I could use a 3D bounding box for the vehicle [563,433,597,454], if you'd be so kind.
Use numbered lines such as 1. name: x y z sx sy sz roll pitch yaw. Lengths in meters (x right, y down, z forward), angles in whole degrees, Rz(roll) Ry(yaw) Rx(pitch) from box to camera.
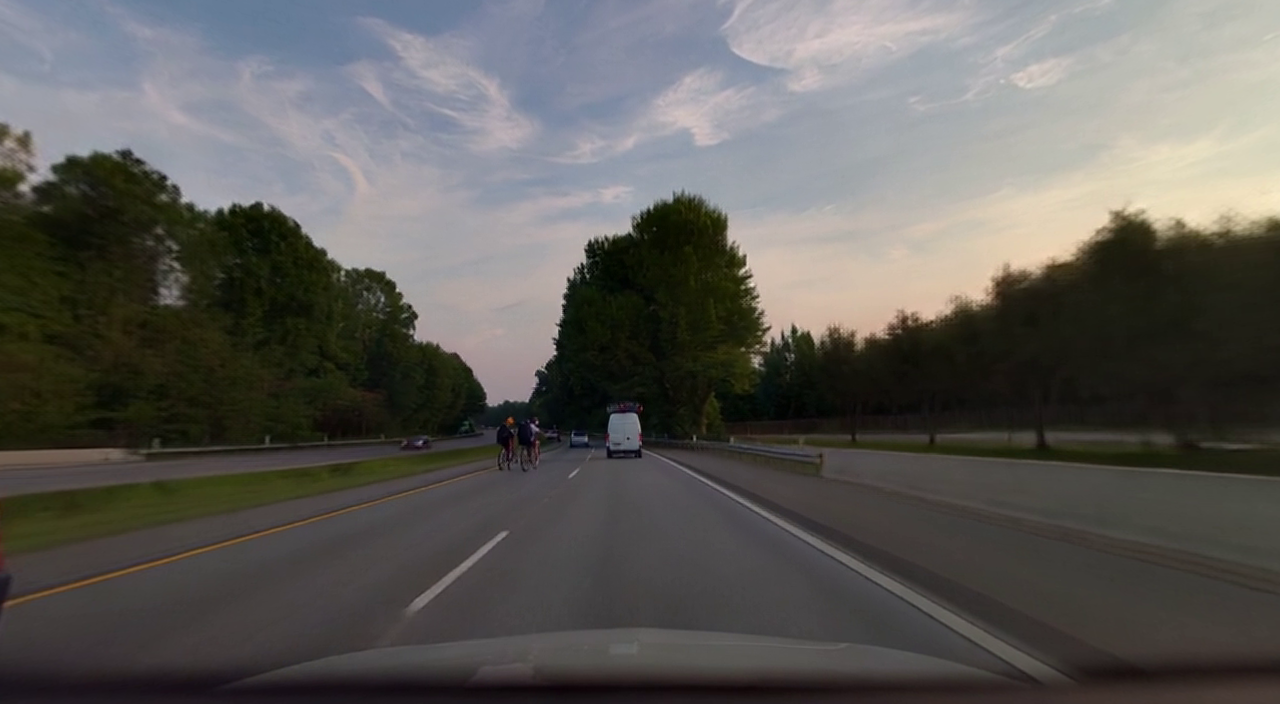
1. vehicle: -4.377 6.768 46.859 2.251 1.459 4.236 0 -8 -2

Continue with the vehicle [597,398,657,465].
1. vehicle: -0.726 3.922 30.938 2.647 2.896 6.480 0 -8 -3

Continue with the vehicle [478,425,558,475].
1. vehicle: -4.393 3.597 23.421 2.110 1.636 4.453 0 -8 -1
